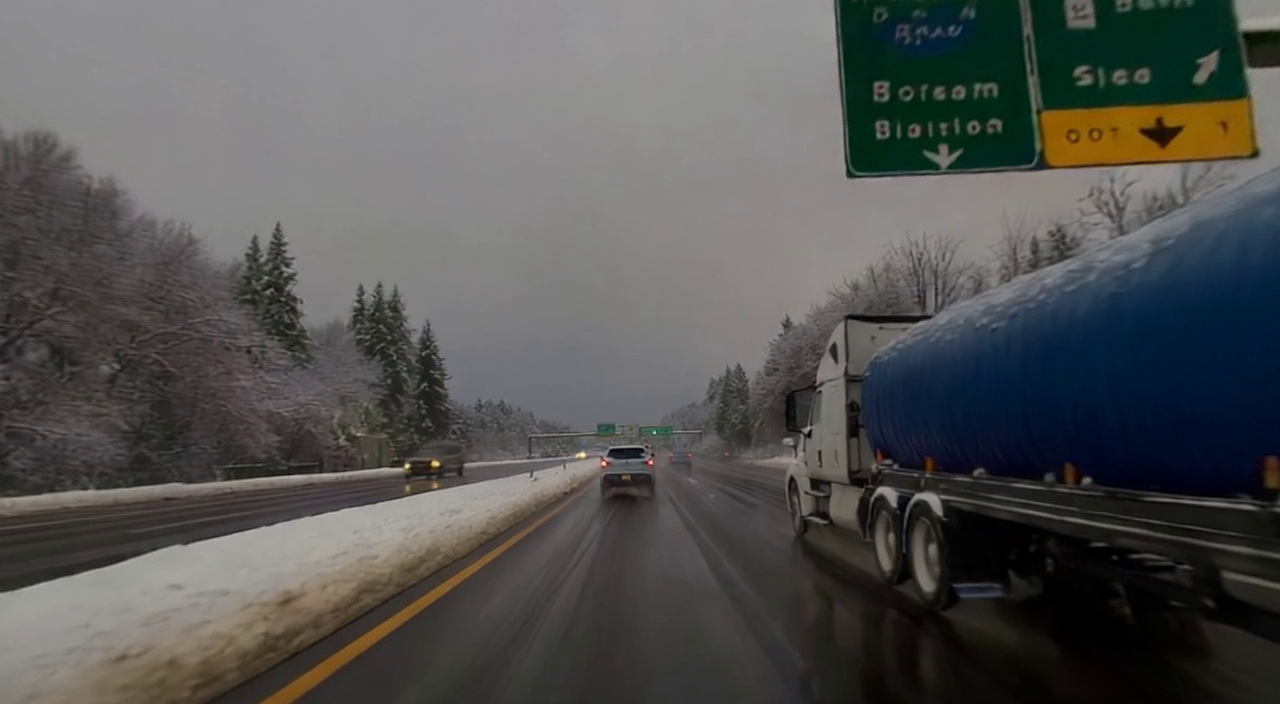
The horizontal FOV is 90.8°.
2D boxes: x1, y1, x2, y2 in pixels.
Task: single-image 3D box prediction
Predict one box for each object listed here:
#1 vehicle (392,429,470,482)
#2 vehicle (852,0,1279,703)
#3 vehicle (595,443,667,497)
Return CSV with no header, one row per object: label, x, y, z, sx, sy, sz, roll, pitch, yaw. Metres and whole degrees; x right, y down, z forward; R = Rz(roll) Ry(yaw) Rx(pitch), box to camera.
vehicle,-12.124,6.024,37.240,2.375,2.798,6.597,-1,-8,0
vehicle,3.928,-0.159,1.655,2.694,3.453,11.641,0,-9,0
vehicle,-0.243,3.622,19.627,2.003,1.490,3.636,0,-9,0
